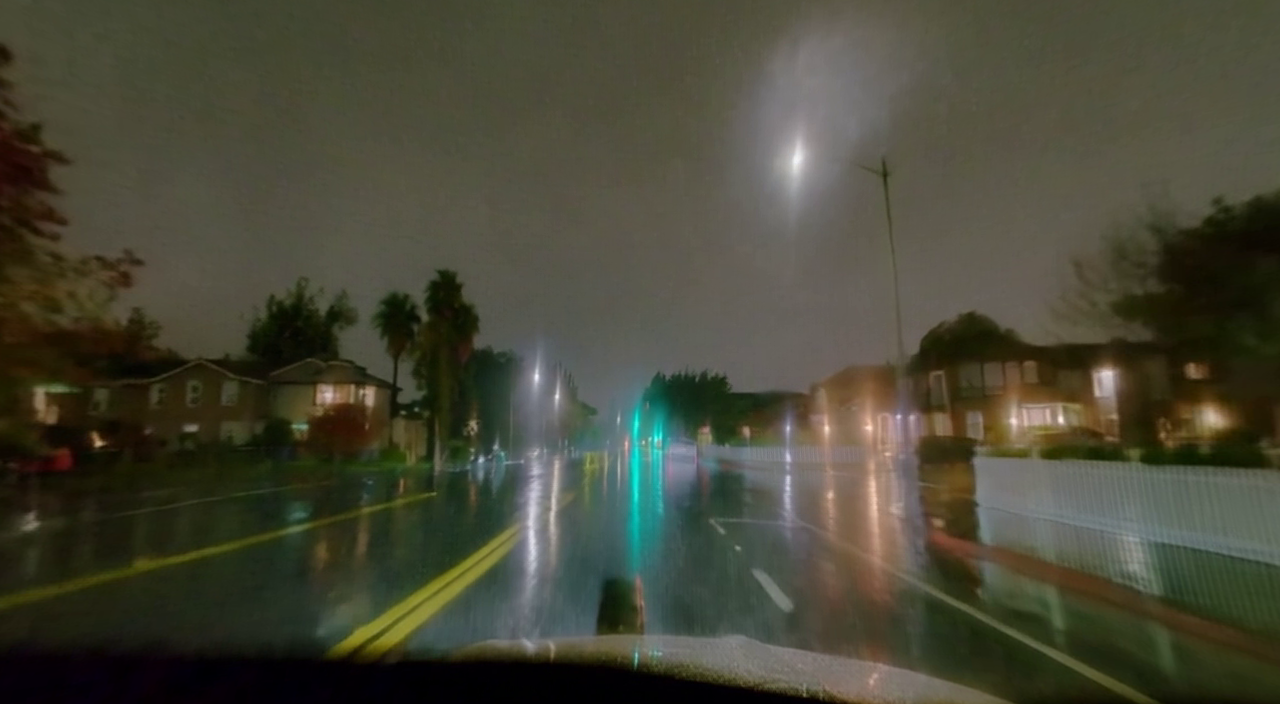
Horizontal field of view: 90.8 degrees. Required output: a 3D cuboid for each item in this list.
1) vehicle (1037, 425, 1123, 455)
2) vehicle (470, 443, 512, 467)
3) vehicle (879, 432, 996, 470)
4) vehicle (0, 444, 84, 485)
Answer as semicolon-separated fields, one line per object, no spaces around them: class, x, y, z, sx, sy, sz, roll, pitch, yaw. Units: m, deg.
vehicle;26.981;5.442;38.915;2.000;1.773;4.469;0;-8;-1
vehicle;-11.048;7.646;47.220;2.049;1.527;4.677;-4;-8;-1
vehicle;14.308;4.789;30.597;4.635;1.706;1.954;0;-8;2
vehicle;-30.608;5.404;30.675;5.077;1.866;2.236;0;-8;3
